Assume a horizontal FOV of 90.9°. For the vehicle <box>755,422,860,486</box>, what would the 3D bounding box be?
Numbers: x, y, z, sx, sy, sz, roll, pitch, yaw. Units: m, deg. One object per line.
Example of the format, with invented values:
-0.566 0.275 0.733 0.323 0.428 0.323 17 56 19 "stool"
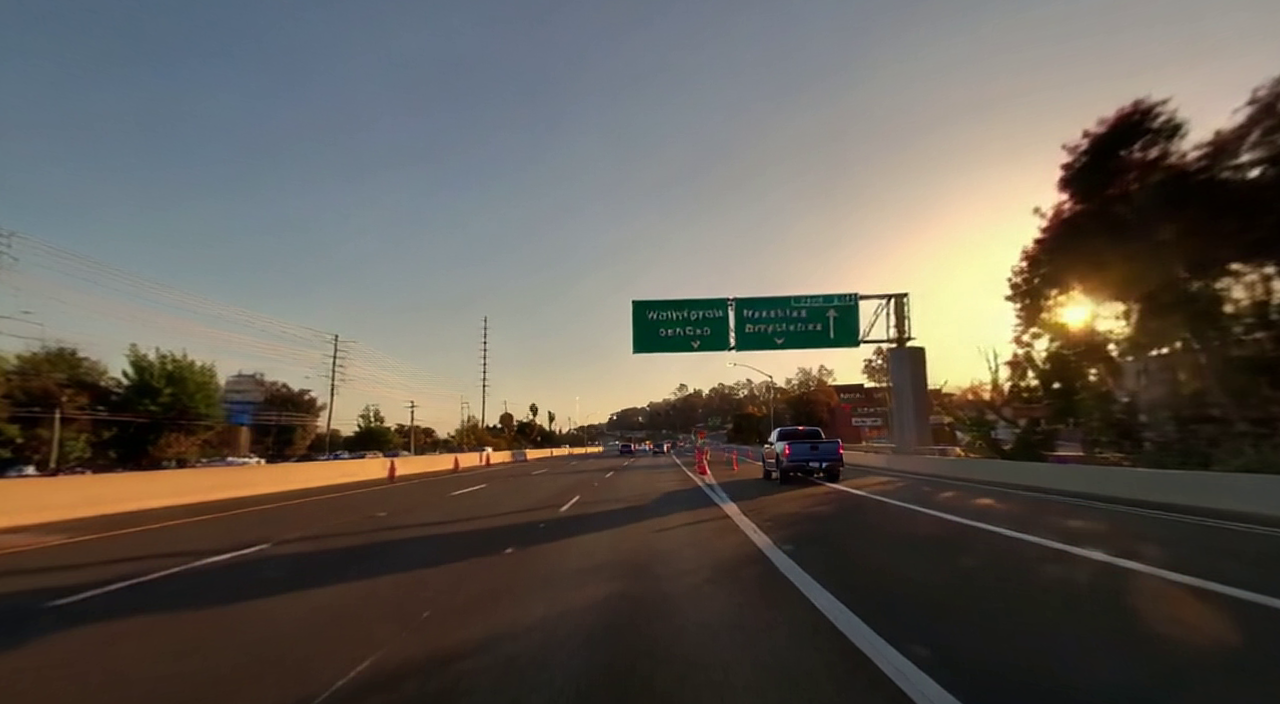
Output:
5.362 3.347 20.992 2.186 1.840 5.289 0 -8 2 "vehicle"
